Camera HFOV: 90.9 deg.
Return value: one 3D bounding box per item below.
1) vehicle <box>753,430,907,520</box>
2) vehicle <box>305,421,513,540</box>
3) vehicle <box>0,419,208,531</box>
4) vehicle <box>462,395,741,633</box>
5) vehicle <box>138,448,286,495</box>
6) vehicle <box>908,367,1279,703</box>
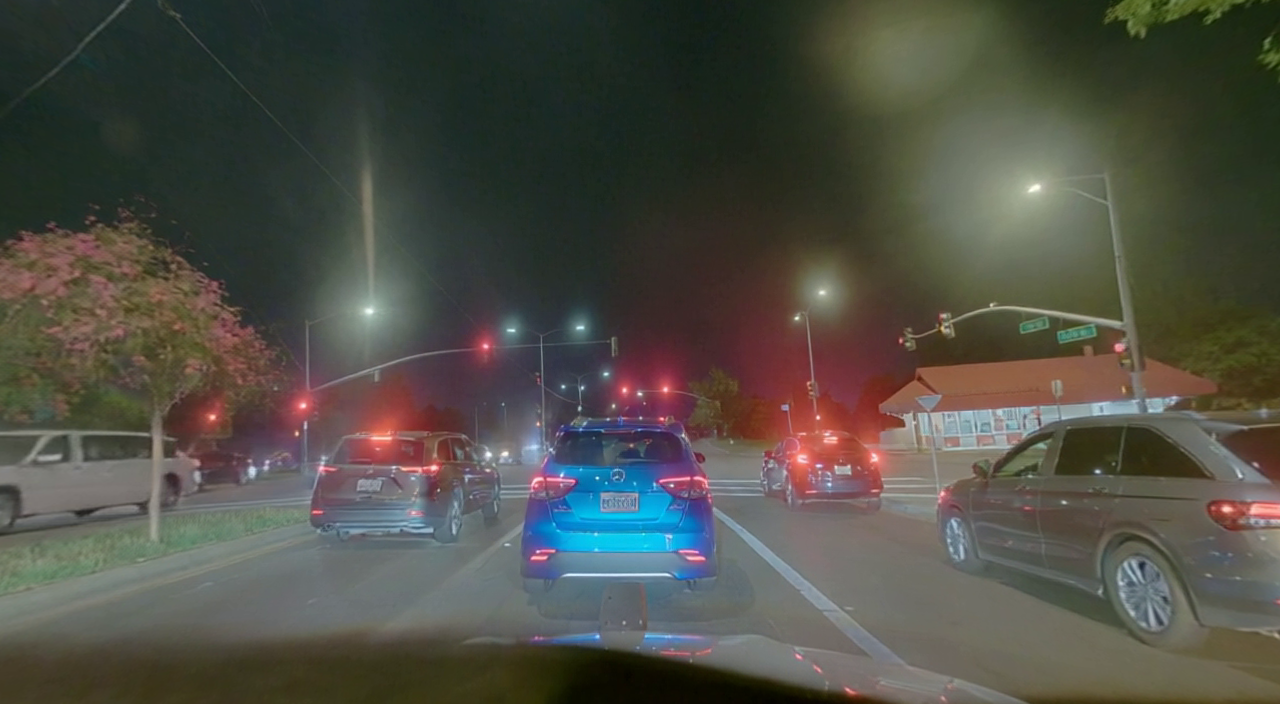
[{"bbox_3d":[3.663,2.428,12.951,1.847,1.554,3.885,0,-8,-1],"label":"vehicle"},{"bbox_3d":[-3.767,2.169,11.279,2.012,1.701,4.316,0,-8,1],"label":"vehicle"},{"bbox_3d":[-12.223,2.394,12.663,2.276,1.926,6.686,0,-8,1],"label":"vehicle"},{"bbox_3d":[-0.160,1.471,6.691,2.022,1.700,4.084,0,-8,4],"label":"vehicle"},{"bbox_3d":[-15.743,4.386,23.642,2.057,1.540,4.884,0,-8,1],"label":"vehicle"},{"bbox_3d":[4.153,1.264,5.339,2.014,1.740,4.515,-1,-8,4],"label":"vehicle"}]
